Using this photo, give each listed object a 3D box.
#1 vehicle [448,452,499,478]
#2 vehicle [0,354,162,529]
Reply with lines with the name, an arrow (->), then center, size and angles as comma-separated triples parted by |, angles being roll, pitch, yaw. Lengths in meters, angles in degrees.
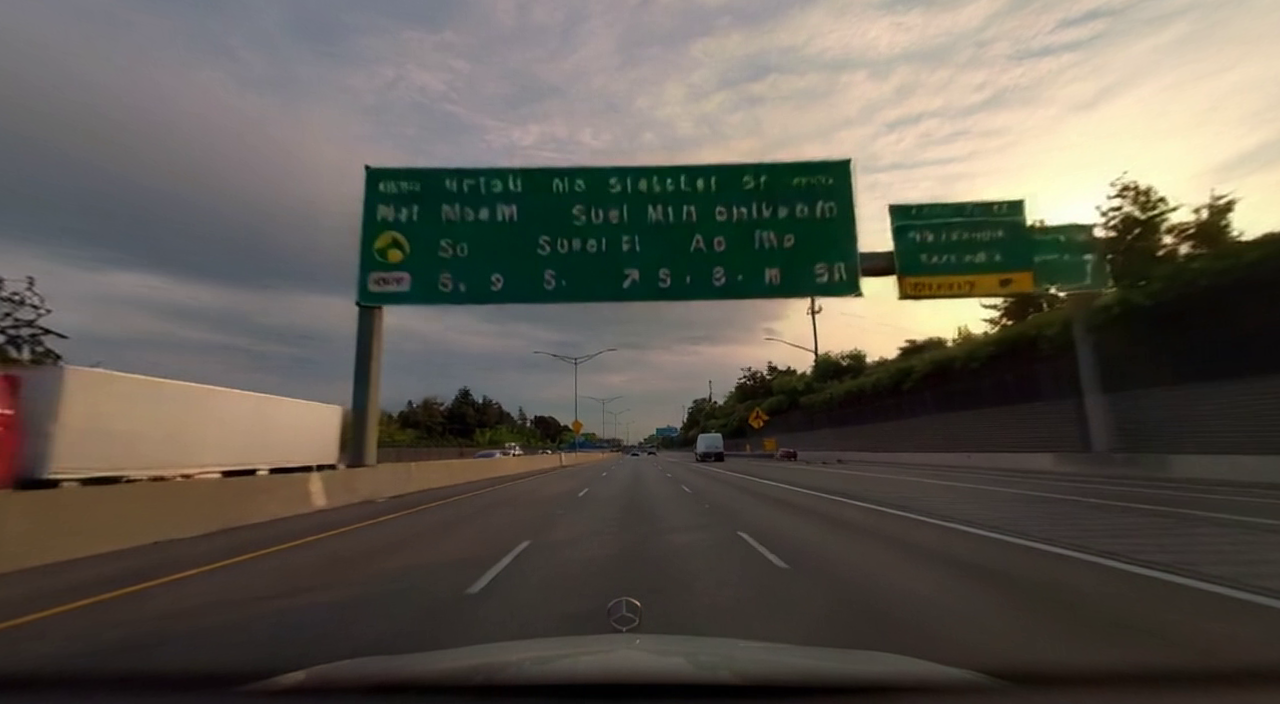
vehicle -> -10.105, 6.867, 38.469 | 1.909, 1.504, 4.528 | 0, -9, 0
vehicle -> -16.220, 2.331, 16.173 | 2.988, 3.980, 5.849 | 0, -9, 0
